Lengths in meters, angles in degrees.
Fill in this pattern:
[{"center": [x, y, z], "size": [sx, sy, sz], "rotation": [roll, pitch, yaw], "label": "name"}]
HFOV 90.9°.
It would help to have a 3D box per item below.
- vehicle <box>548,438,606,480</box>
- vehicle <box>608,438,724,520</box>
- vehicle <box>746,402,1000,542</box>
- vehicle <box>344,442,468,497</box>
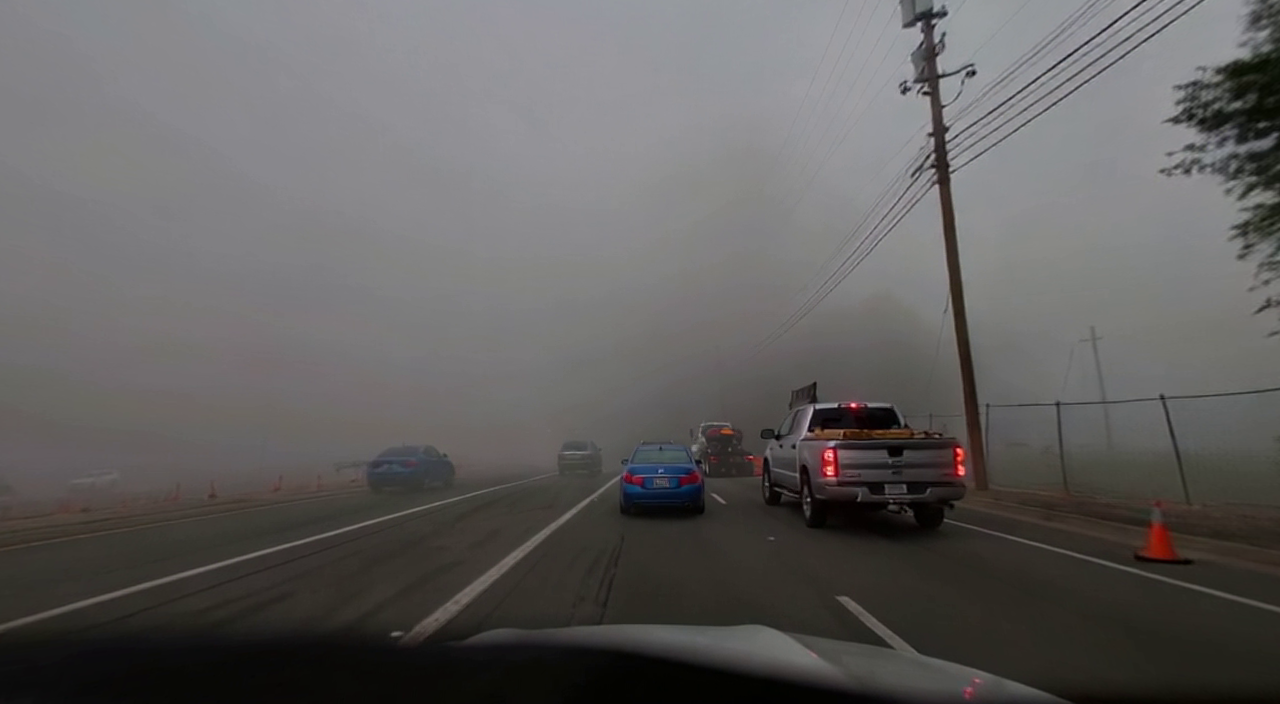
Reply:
[{"center": [-2.719, 4.721, 28.037], "size": [1.989, 1.729, 4.184], "rotation": [0, -9, 2], "label": "vehicle"}, {"center": [0.506, 2.658, 13.764], "size": [2.128, 1.473, 4.272], "rotation": [0, -9, 1], "label": "vehicle"}, {"center": [3.906, 2.208, 12.312], "size": [2.555, 2.017, 6.201], "rotation": [0, -9, 0], "label": "vehicle"}, {"center": [-7.138, 3.611, 19.903], "size": [2.018, 1.490, 4.926], "rotation": [0, -9, 0], "label": "vehicle"}]
